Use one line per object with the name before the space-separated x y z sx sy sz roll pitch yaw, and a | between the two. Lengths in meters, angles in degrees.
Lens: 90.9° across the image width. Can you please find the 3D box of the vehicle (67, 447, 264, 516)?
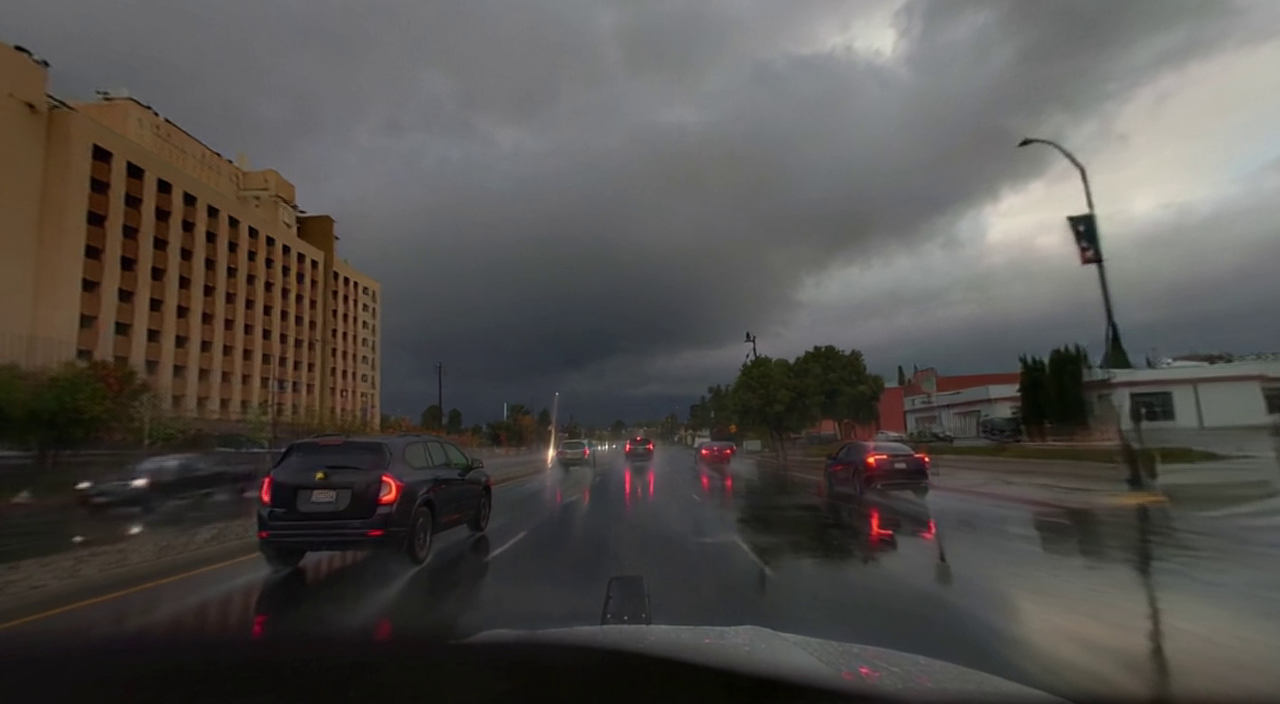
vehicle | -14.555 3.948 19.885 2.204 1.855 5.107 0 -9 0

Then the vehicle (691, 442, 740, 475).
vehicle | 3.483 5.006 29.850 1.884 1.458 4.245 -1 -9 2

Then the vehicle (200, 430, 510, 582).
vehicle | -3.310 1.877 8.554 2.095 1.486 4.411 0 -9 1

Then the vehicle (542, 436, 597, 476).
vehicle | -3.393 5.078 31.100 2.117 1.799 4.442 -1 -9 1

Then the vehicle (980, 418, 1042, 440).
vehicle | 26.566 5.560 45.092 4.617 1.459 1.819 5 -10 -33

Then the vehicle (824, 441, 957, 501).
vehicle | 6.915 3.312 18.033 1.865 1.458 4.605 0 -9 -1

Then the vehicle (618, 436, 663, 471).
vehicle | 0.005 5.586 34.771 2.304 1.795 4.526 0 -9 0
